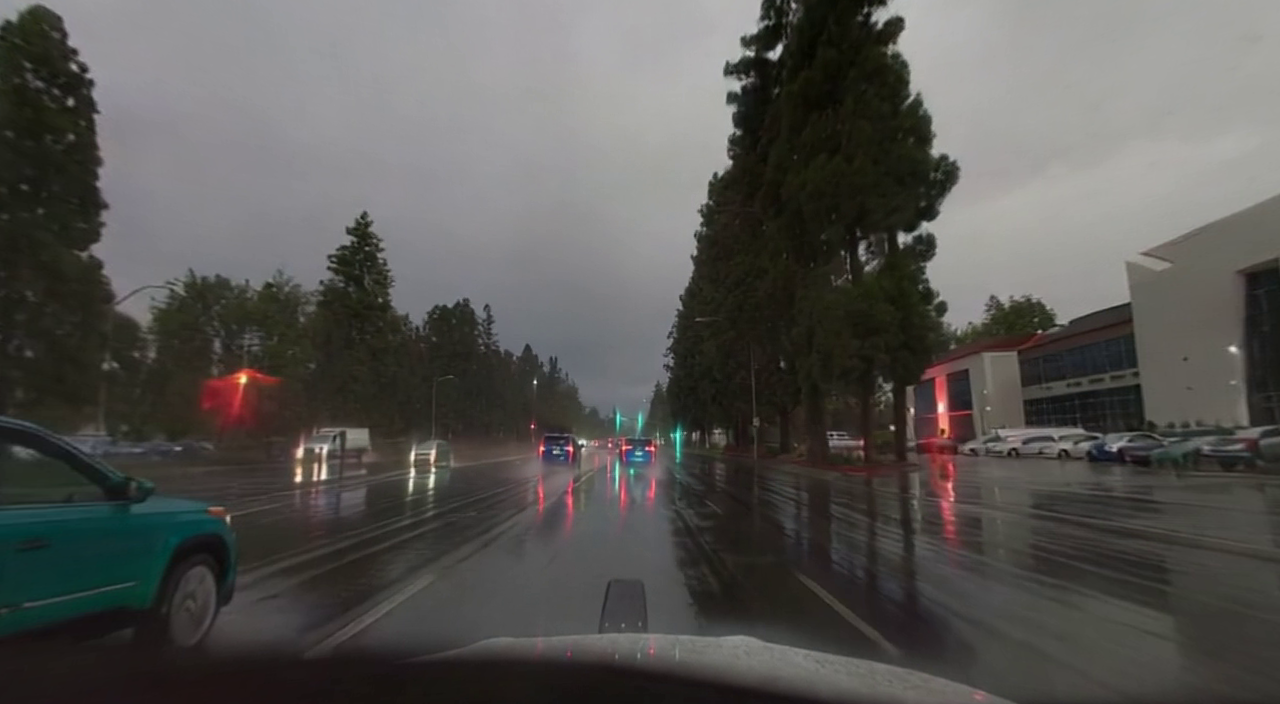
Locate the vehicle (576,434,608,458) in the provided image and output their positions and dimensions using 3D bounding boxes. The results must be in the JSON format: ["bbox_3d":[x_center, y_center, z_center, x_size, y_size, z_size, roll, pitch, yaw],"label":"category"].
[{"bbox_3d":[-3.646,7.272,48.615,2.047,1.810,4.414,0,-8,1],"label":"vehicle"}]

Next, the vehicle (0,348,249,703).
[{"bbox_3d":[-3.697,0.739,2.114,2.070,1.641,4.152,0,-8,0],"label":"vehicle"}]

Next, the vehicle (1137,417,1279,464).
[{"bbox_3d":[22.627,3.527,24.668,2.079,1.656,4.564,1,-10,-6],"label":"vehicle"}]

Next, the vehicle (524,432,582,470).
[{"bbox_3d":[-4.090,4.749,30.277,2.113,1.713,4.422,0,-8,0],"label":"vehicle"}]

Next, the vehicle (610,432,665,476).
[{"bbox_3d":[-0.099,4.117,25.496,2.042,1.641,4.187,0,-8,0],"label":"vehicle"}]

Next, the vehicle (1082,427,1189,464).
[{"bbox_3d":[19.827,3.760,25.287,1.466,1.357,3.288,1,-8,-3],"label":"vehicle"}]

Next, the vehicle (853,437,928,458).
[{"bbox_3d":[17.762,6.772,44.669,4.460,1.449,1.959,0,-8,-2],"label":"vehicle"}]

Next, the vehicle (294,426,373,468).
[{"bbox_3d":[-20.259,6.328,41.906,2.398,2.537,5.723,0,-8,-1],"label":"vehicle"}]
